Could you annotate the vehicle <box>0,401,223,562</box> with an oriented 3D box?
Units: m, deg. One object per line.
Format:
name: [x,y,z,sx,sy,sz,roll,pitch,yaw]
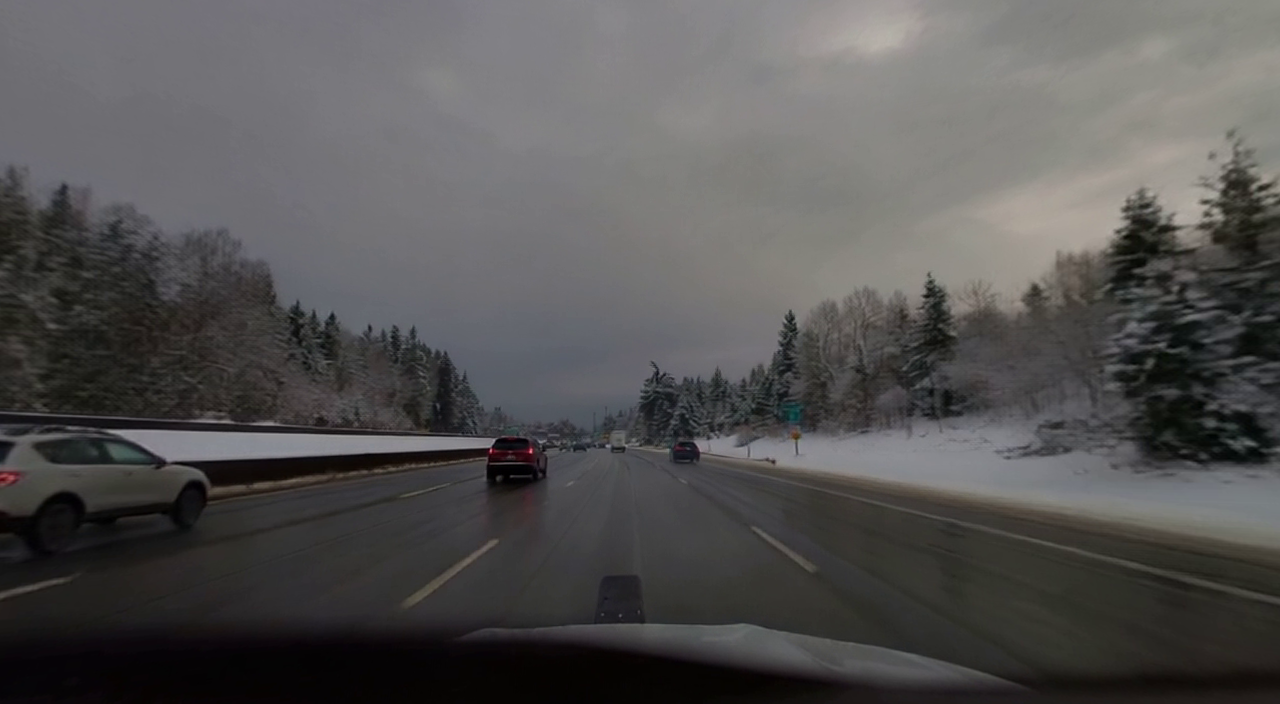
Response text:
vehicle: [-7.987,1.574,7.977,2.237,1.703,4.681,0,-9,-1]

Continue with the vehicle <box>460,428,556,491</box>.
vehicle: [-3.847,3.212,19.127,2.002,1.680,4.301,0,-9,0]

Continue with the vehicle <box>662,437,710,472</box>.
vehicle: [2.362,5.407,33.320,2.053,1.698,4.097,1,-9,-3]
